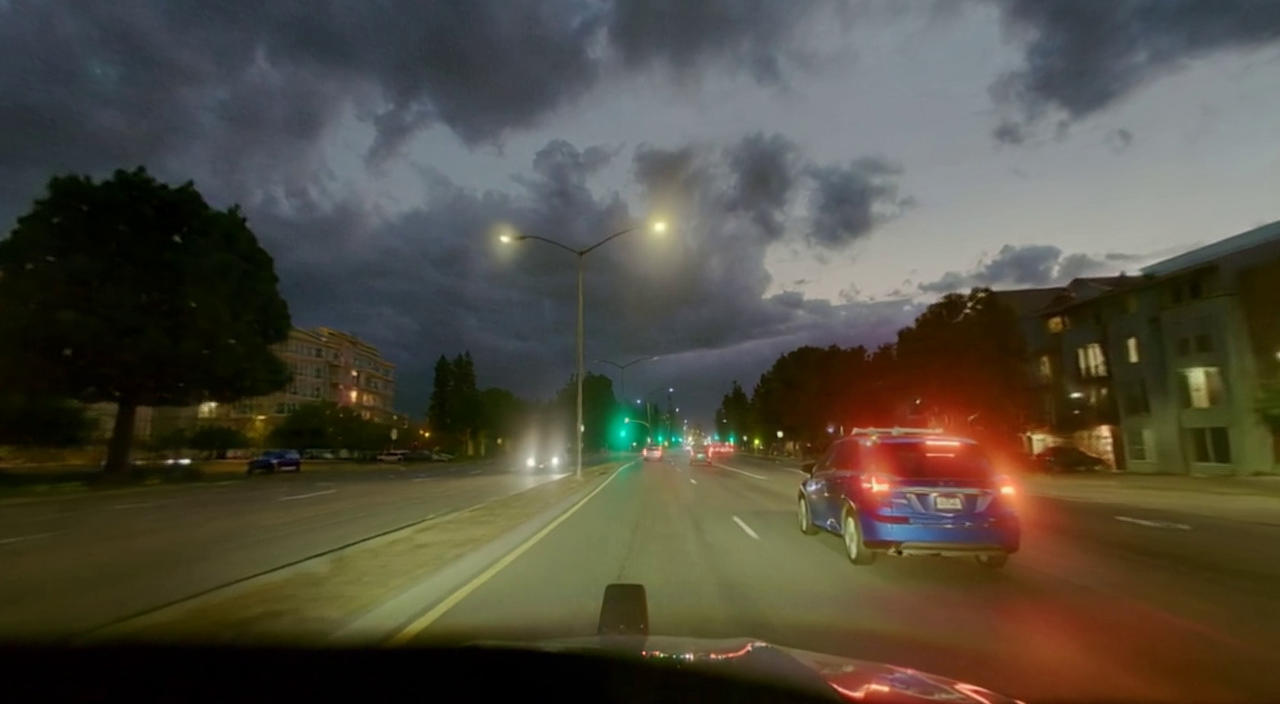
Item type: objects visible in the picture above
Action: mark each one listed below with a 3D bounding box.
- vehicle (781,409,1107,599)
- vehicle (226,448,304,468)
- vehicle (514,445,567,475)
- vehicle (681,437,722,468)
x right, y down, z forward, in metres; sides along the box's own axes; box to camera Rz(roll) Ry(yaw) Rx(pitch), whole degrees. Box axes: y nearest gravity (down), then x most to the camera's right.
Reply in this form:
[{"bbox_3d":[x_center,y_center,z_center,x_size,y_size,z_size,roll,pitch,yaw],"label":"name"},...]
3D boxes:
[{"bbox_3d":[3.101,1.613,7.536,1.901,1.634,3.952,0,-8,0],"label":"vehicle"},{"bbox_3d":[-27.890,7.889,46.915,4.783,1.452,1.753,-1,-8,5],"label":"vehicle"},{"bbox_3d":[-5.129,5.607,33.014,1.953,1.462,4.297,-1,-8,2],"label":"vehicle"},{"bbox_3d":[3.882,6.451,40.760,2.154,1.844,4.634,0,-8,0],"label":"vehicle"}]
